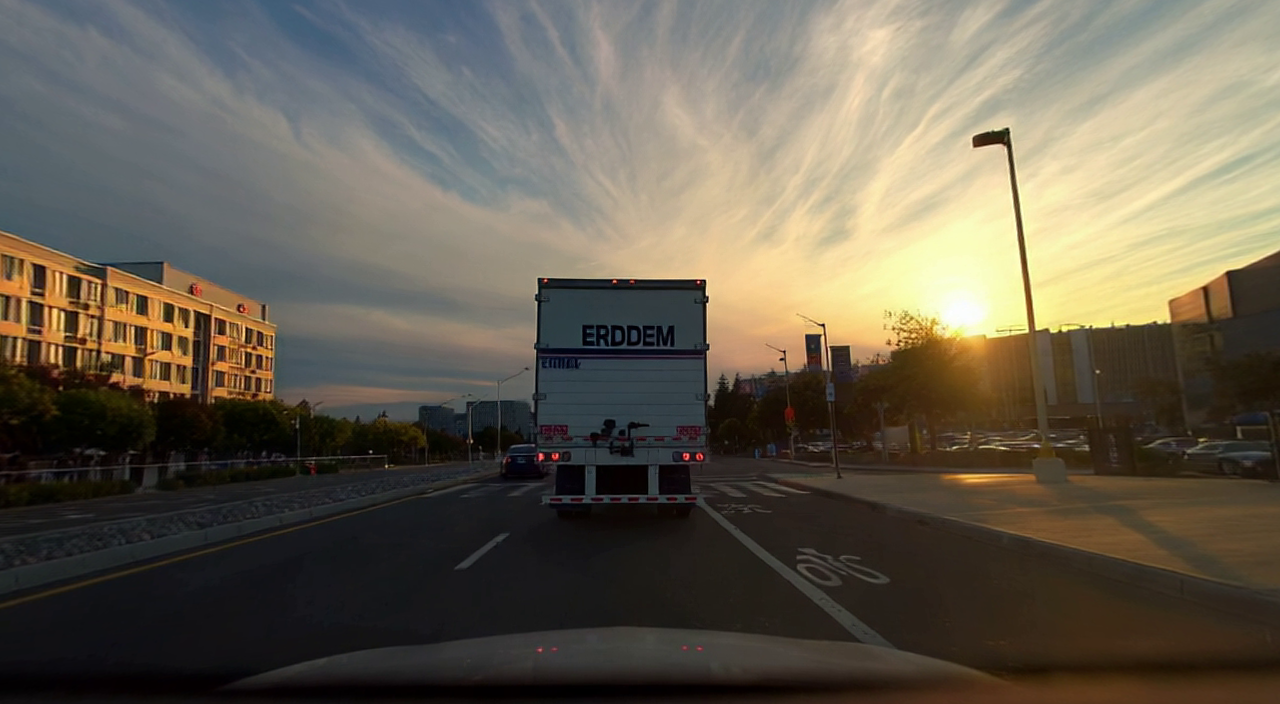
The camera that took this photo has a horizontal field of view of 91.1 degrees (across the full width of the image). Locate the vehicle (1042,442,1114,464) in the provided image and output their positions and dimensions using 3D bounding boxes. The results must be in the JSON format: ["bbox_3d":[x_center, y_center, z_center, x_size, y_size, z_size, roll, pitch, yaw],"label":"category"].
[{"bbox_3d":[31.386,7.214,45.149,1.652,1.423,3.797,5,-9,-35],"label":"vehicle"}]

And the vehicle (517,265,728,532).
[{"bbox_3d":[-0.199,1.223,13.438,2.876,3.724,9.351,0,-8,1],"label":"vehicle"}]
